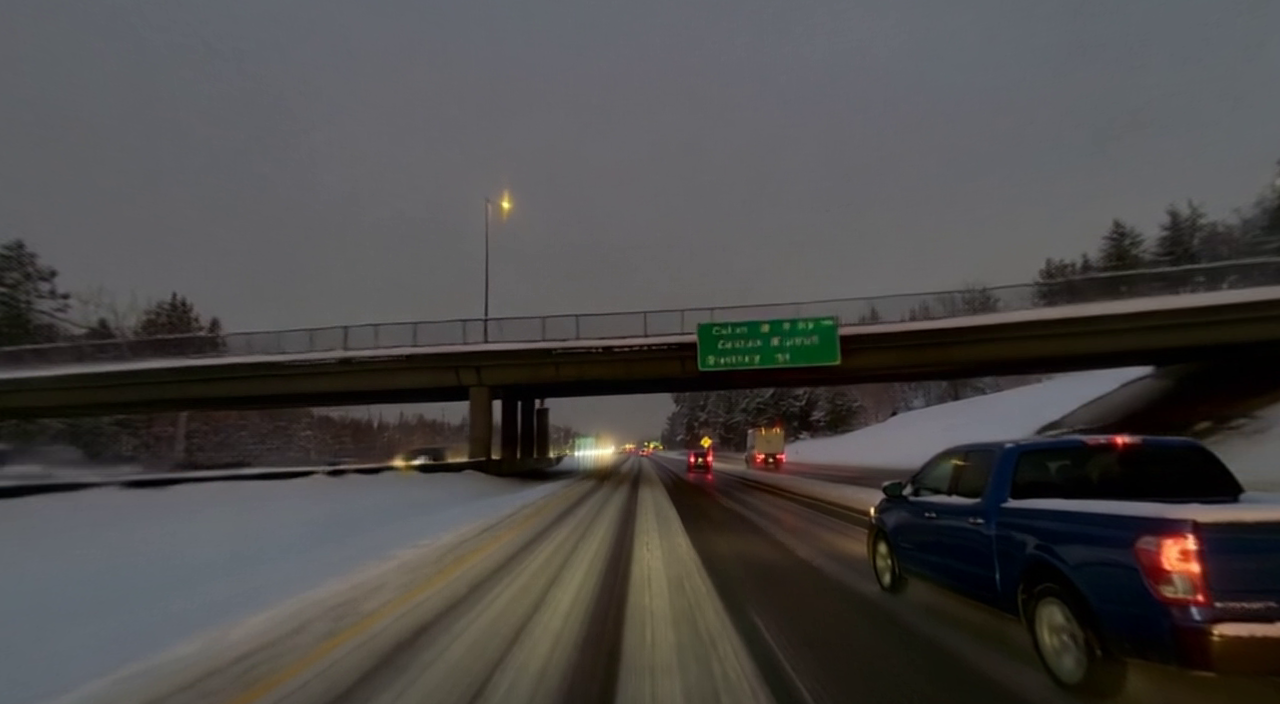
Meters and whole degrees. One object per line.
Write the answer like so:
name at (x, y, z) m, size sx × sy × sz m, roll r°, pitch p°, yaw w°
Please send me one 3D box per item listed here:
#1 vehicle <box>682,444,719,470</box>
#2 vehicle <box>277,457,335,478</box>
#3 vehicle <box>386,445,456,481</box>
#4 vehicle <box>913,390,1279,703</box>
vehicle at (3.984, 7.010, 42.235) m, size 2.014 × 1.643 × 4.039 m, roll 0°, pitch -8°, yaw -1°
vehicle at (-25.551, 8.835, 48.453) m, size 1.845 × 1.475 × 4.734 m, roll 0°, pitch -8°, yaw 0°
vehicle at (-11.312, 5.736, 32.933) m, size 1.986 × 1.742 × 4.461 m, roll 0°, pitch -8°, yaw 1°
vehicle at (3.343, 0.981, 2.792) m, size 2.119 × 1.524 × 4.807 m, roll 0°, pitch -8°, yaw 0°
